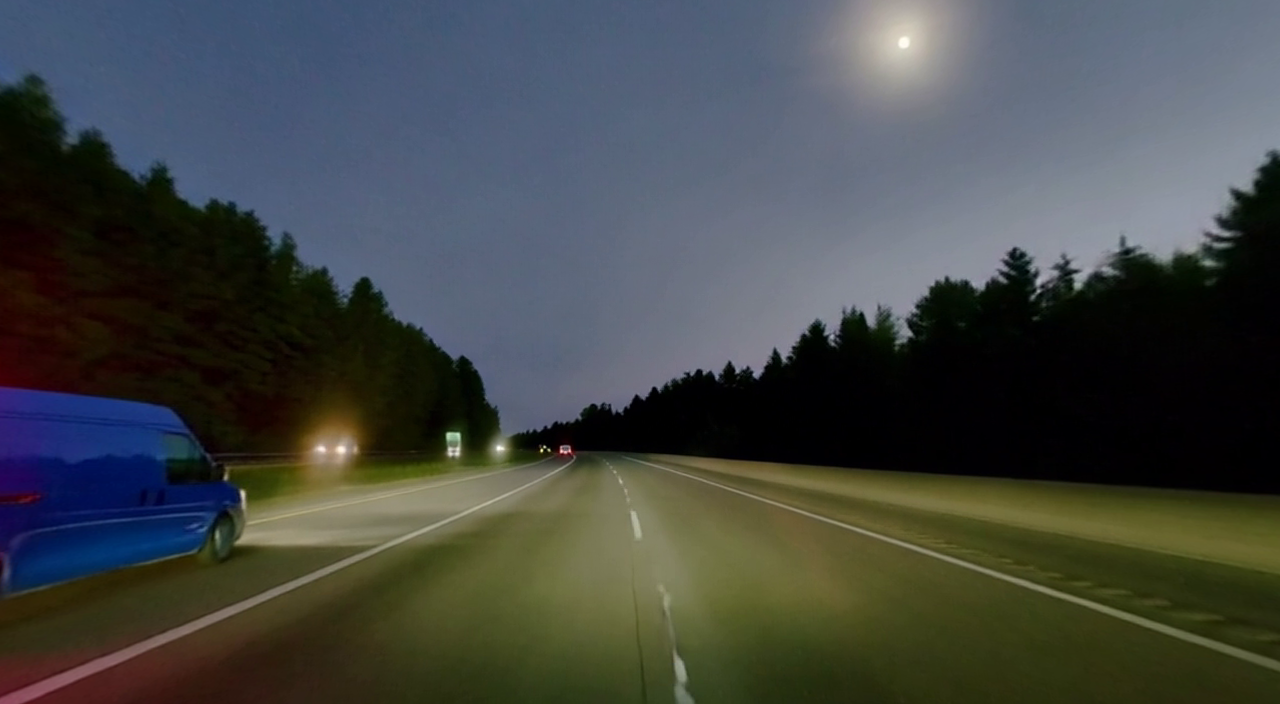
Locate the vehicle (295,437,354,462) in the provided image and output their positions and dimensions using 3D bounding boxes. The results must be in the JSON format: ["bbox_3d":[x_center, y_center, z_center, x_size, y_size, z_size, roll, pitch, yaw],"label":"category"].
[{"bbox_3d":[-24.031,7.445,48.237,2.137,1.785,5.001,0,-9,-4],"label":"vehicle"}]

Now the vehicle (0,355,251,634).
[{"bbox_3d":[-5.837,1.142,5.191,2.197,2.038,4.919,0,-9,-2],"label":"vehicle"}]
